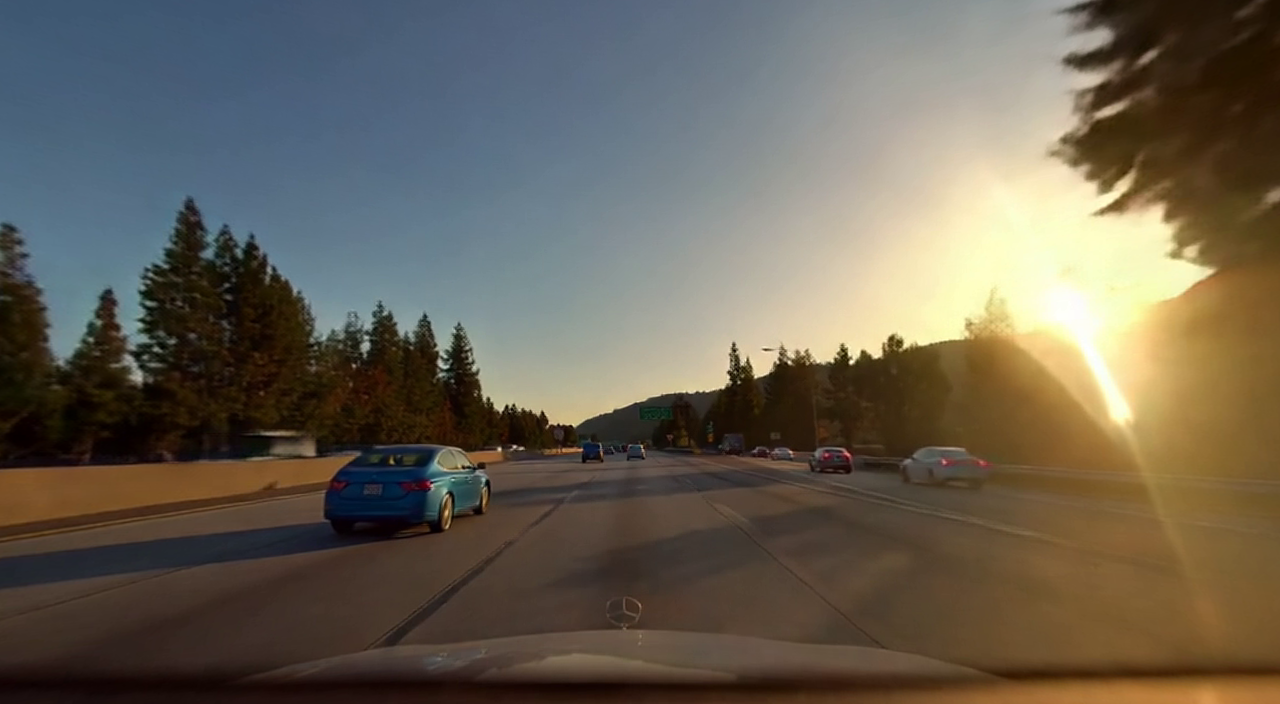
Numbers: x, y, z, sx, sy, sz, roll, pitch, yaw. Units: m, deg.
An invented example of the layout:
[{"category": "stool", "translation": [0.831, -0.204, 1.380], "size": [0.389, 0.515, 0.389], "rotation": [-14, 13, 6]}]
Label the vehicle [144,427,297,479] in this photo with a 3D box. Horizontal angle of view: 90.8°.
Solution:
[{"category": "vehicle", "translation": [-17.506, 4.251, 26.915], "size": [2.355, 1.935, 6.026], "rotation": [0, -9, 0]}]

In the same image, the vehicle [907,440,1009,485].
[{"category": "vehicle", "translation": [14.260, 4.969, 28.797], "size": [2.278, 1.816, 5.666], "rotation": [-1, -9, 7]}]

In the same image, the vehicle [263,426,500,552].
[{"category": "vehicle", "translation": [-3.717, 2.040, 10.062], "size": [2.020, 1.554, 4.137], "rotation": [0, -9, 0]}]

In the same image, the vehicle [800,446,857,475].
[{"category": "vehicle", "translation": [10.479, 6.038, 35.495], "size": [1.940, 1.496, 4.992], "rotation": [0, -9, 4]}]
